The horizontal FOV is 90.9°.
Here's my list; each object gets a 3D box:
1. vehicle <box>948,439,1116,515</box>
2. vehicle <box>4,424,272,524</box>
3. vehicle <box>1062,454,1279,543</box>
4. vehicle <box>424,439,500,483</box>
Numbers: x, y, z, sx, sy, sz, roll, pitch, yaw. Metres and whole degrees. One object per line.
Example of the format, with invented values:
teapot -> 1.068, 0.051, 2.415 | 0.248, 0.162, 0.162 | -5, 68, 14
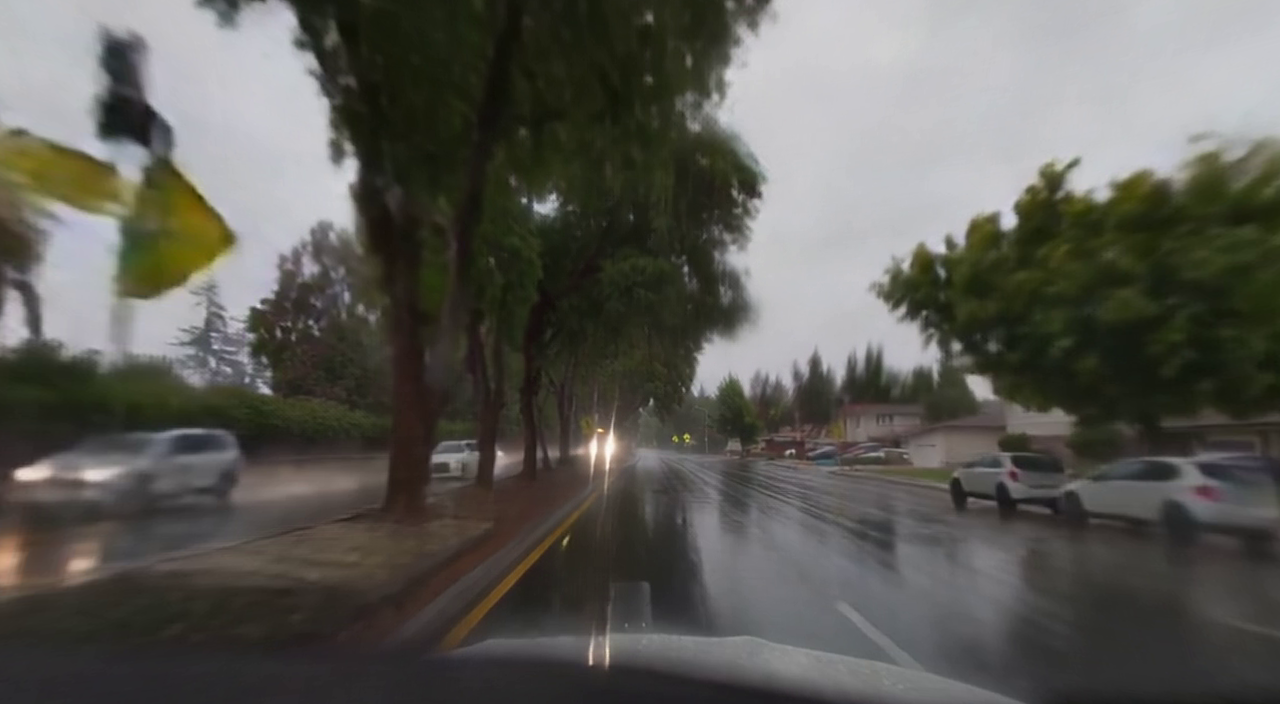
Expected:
vehicle -> 11.762, 3.724, 19.423 | 2.178, 1.858, 4.726 | 4, -8, 0
vehicle -> -11.086, 2.698, 14.574 | 2.176, 1.896, 4.800 | 0, -8, 0
vehicle -> 11.542, 3.020, 13.621 | 1.869, 1.522, 4.295 | 0, -8, 1
vehicle -> -7.181, 4.429, 25.898 | 1.934, 1.619, 3.991 | 0, -8, 0
